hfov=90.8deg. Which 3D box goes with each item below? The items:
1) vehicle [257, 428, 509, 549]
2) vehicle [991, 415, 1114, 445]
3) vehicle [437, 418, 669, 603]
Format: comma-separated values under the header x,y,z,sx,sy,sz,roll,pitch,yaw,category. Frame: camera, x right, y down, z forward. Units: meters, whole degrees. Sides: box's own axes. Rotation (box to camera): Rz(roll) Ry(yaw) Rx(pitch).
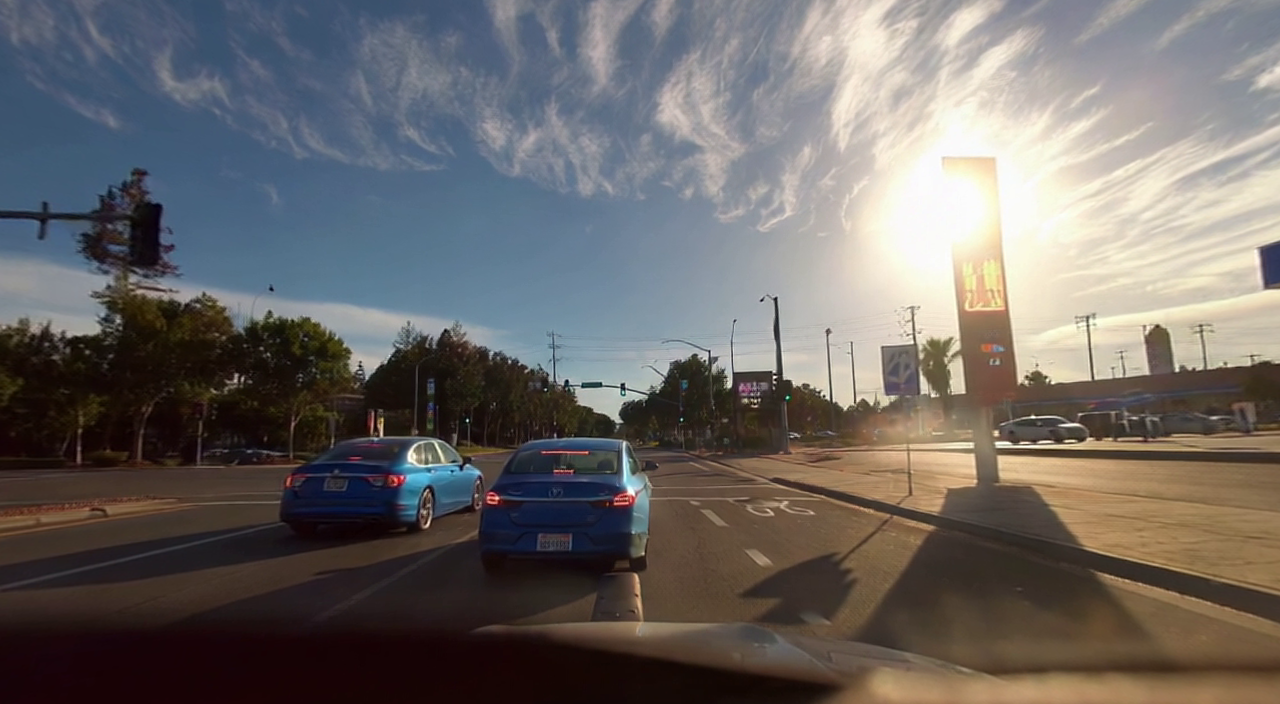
x,y,z,sx,sy,sz,roll,pitch,yaw,category
-3.752,2.081,10.405,1.995,1.506,4.773,0,-8,2,vehicle
21.181,4.050,32.580,4.874,1.502,2.048,0,-8,0,vehicle
-0.645,1.635,7.493,1.916,1.510,4.447,0,-8,2,vehicle
